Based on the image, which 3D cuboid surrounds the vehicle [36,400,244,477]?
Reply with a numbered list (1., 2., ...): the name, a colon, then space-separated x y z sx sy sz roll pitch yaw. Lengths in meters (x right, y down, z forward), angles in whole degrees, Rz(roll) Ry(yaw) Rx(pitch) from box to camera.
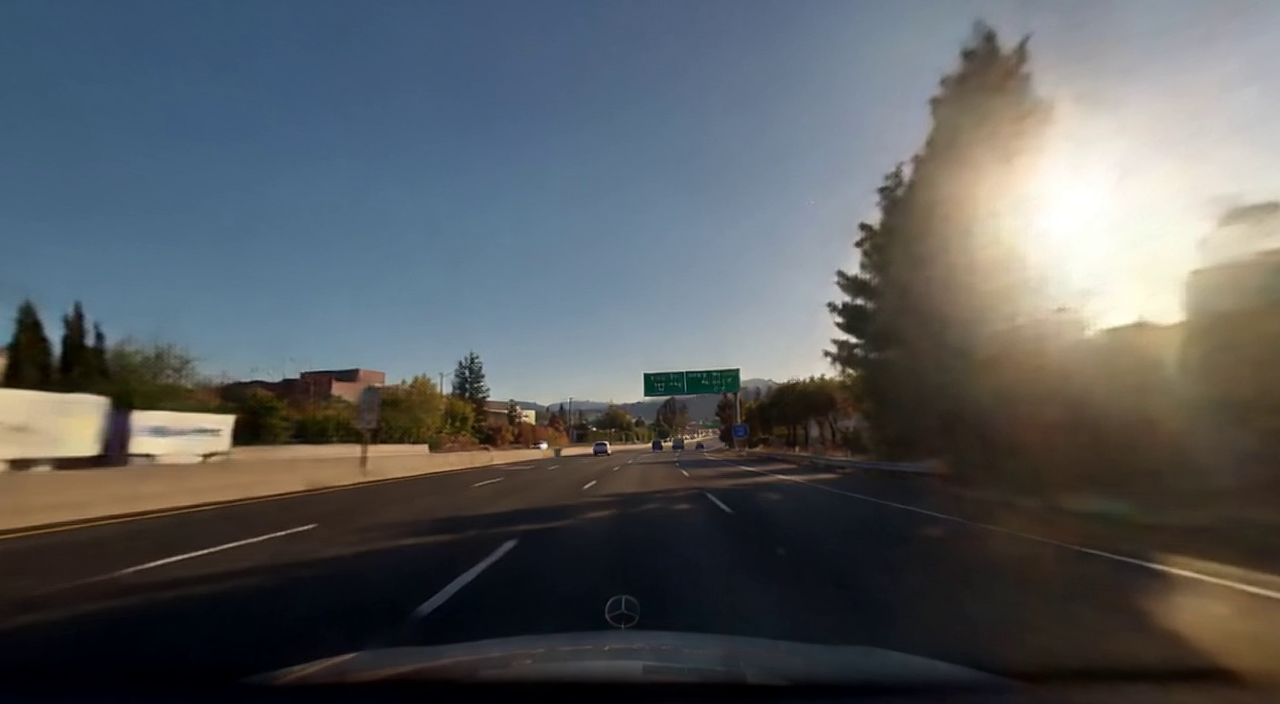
1. vehicle: -23.341 4.211 30.317 2.785 3.174 8.521 -1 -9 2
